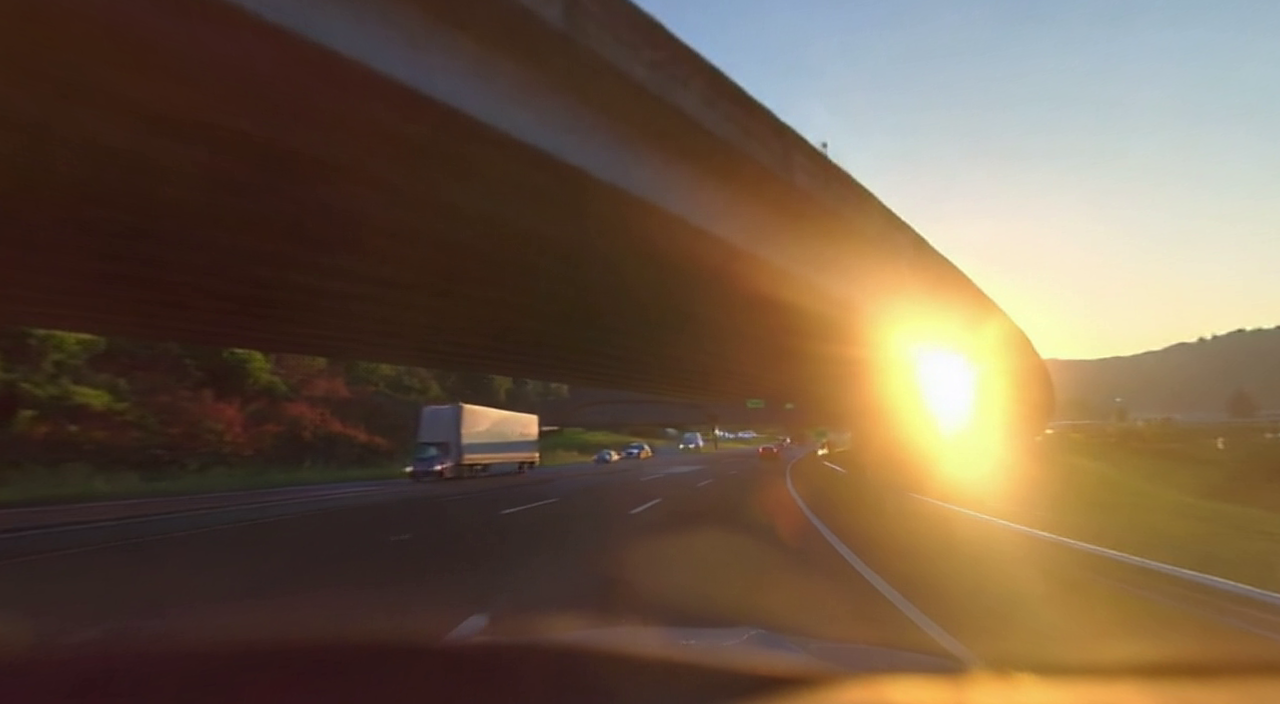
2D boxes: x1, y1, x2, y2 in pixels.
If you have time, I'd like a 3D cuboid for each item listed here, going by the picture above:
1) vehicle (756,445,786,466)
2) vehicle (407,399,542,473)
[{"bbox_3d":[9.312,7.298,44.581,1.807,1.427,3.645,-3,-9,16],"label":"vehicle"},{"bbox_3d":[-8.730,4.774,34.892,2.965,3.507,9.019,-3,-9,16],"label":"vehicle"}]
